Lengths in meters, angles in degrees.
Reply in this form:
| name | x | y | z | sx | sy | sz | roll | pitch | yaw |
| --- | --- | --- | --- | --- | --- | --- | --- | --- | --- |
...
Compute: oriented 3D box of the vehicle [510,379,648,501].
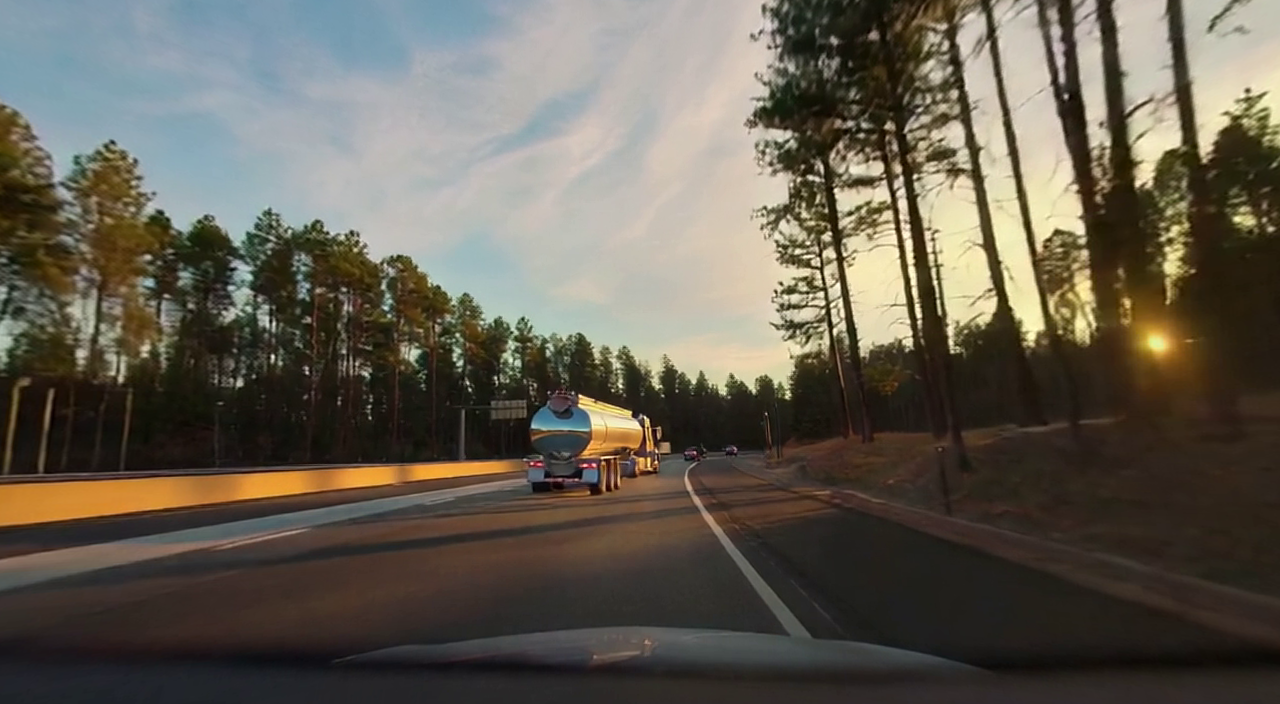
| name | x | y | z | sx | sy | sz | roll | pitch | yaw |
| --- | --- | --- | --- | --- | --- | --- | --- | --- | --- |
| vehicle | -1.828 | 3.679 | 26.269 | 2.907 | 3.747 | 13.318 | -1 | -8 | 7 |
